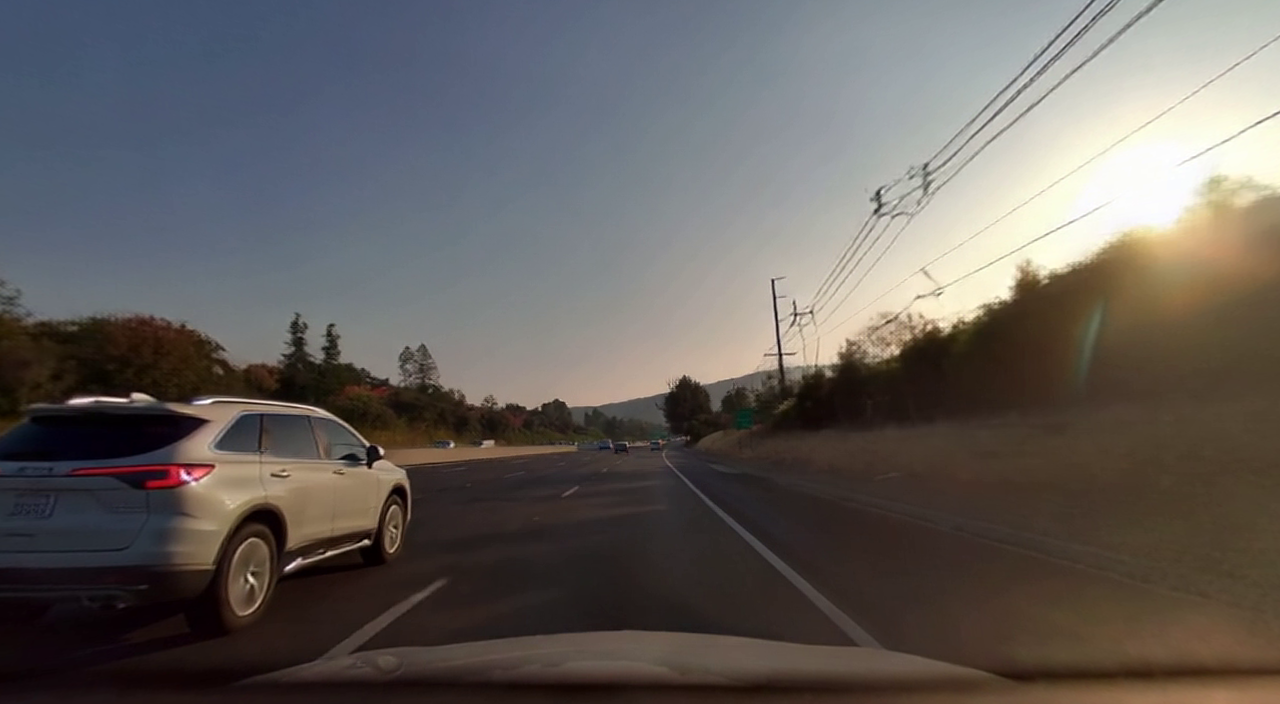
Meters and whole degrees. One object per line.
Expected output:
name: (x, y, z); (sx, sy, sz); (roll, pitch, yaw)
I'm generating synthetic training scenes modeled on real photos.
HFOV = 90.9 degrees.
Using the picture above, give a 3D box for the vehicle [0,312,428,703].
vehicle: (-3.832, 1.151, 5.455); (2.136, 1.975, 5.037); (0, -8, 1)
